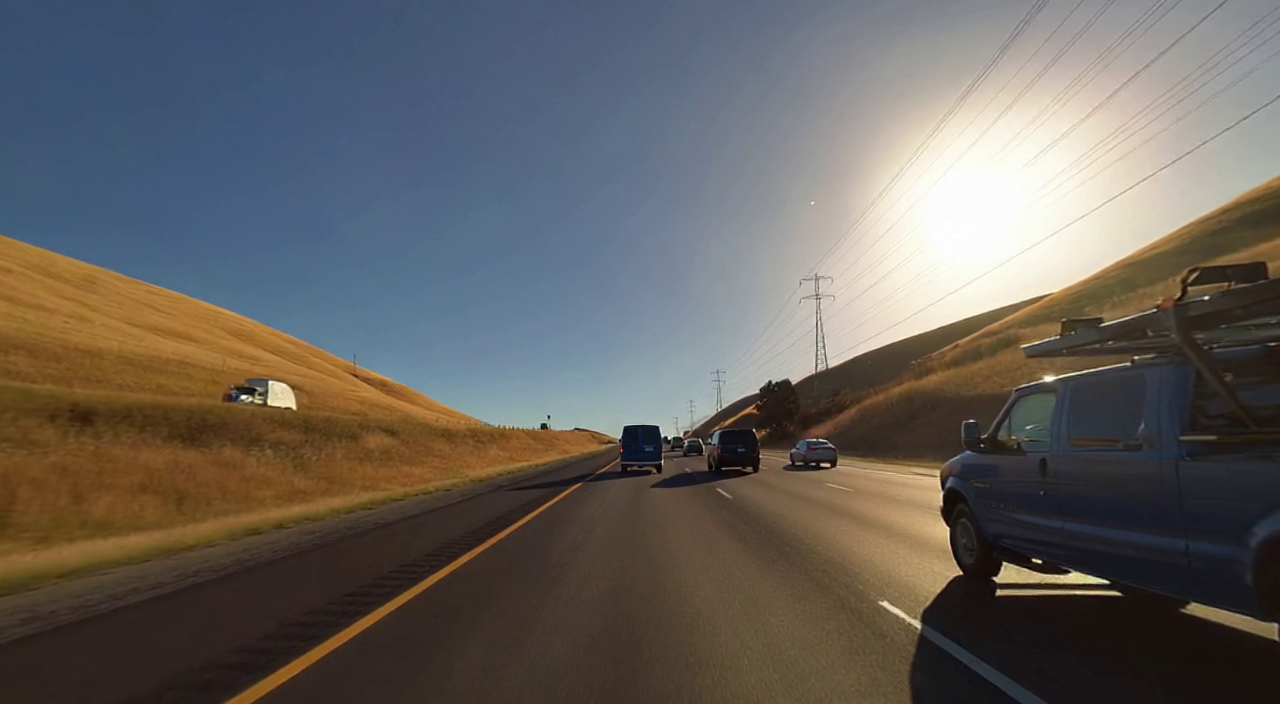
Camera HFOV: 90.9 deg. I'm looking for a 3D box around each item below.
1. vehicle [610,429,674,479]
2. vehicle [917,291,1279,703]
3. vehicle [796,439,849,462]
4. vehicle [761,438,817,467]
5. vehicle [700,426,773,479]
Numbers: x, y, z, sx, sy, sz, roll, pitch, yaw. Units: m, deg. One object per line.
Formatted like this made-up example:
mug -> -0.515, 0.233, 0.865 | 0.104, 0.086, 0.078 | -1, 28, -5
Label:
vehicle -> 0.109, 3.976, 24.845 | 2.268, 1.772, 4.523 | 0, -8, 1
vehicle -> 3.847, 0.757, 2.699 | 2.691, 1.901, 5.744 | 0, -8, 0
vehicle -> 12.105, 6.562, 42.157 | 2.087, 1.406, 4.875 | 0, -8, 0
vehicle -> 8.144, 5.514, 34.942 | 2.075, 1.493, 4.305 | 0, -7, 0
vehicle -> 3.617, 3.881, 24.540 | 2.139, 1.821, 4.480 | 0, -8, 0
